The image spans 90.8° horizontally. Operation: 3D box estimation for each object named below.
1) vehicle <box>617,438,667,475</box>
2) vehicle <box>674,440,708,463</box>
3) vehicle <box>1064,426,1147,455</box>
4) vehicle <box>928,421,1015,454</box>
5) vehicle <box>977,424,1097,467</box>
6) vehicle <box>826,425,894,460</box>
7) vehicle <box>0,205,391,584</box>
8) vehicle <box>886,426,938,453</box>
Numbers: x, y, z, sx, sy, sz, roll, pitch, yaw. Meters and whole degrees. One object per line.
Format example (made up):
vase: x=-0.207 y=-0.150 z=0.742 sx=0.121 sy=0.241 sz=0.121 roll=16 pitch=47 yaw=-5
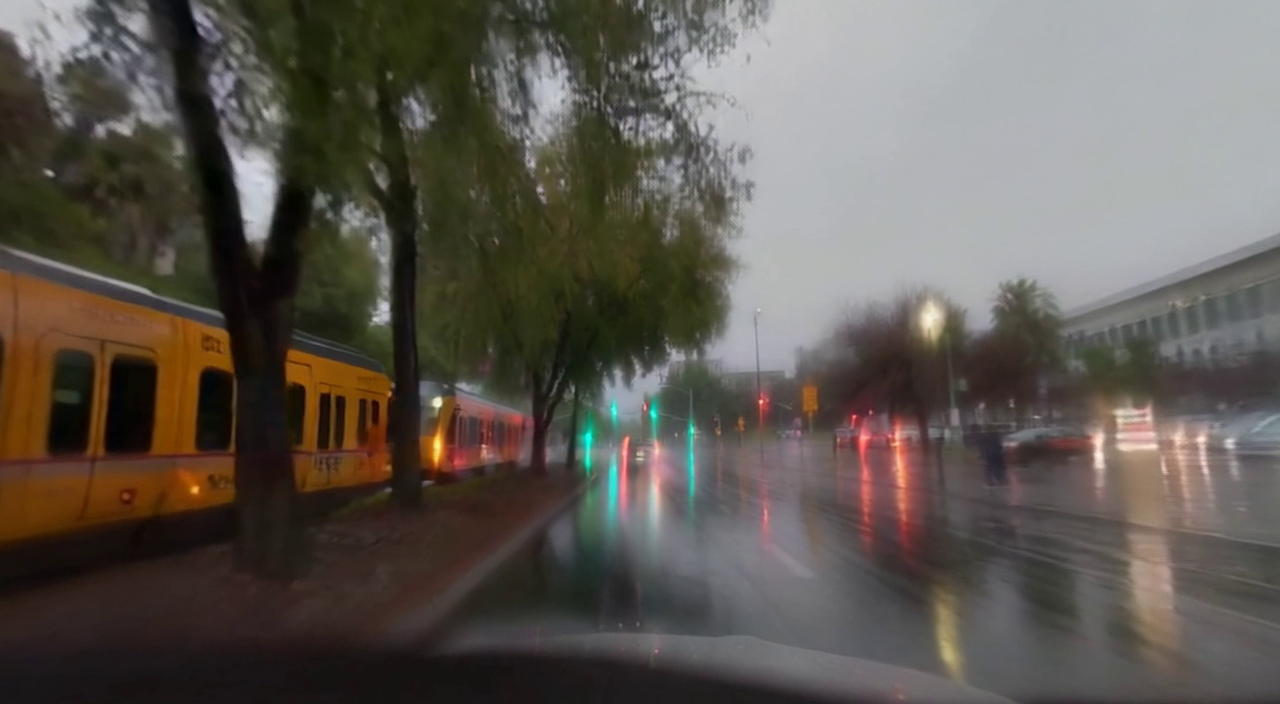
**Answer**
vehicle: x=0.076 y=4.556 z=27.782 sx=2.002 sy=1.471 sz=4.337 roll=0 pitch=-8 yaw=0
vehicle: x=3.378 y=6.727 z=42.717 sx=1.944 sy=1.447 sz=4.392 roll=0 pitch=-8 yaw=0
vehicle: x=26.828 y=5.059 z=36.566 sx=1.809 sy=1.455 sz=3.959 roll=-3 pitch=-6 yaw=2
vehicle: x=19.435 y=5.101 z=37.420 sx=2.159 sy=1.817 sz=5.675 roll=0 pitch=-8 yaw=1
vehicle: x=15.332 y=3.642 z=24.743 sx=1.780 sy=1.498 sz=4.611 roll=0 pitch=-8 yaw=1
vehicle: x=13.226 y=5.507 z=38.387 sx=2.145 sy=1.911 sz=5.581 roll=0 pitch=-8 yaw=0
vehicle: x=-7.750 y=0.759 z=9.087 sx=2.897 sy=3.700 sz=13.528 roll=0 pitch=-7 yaw=0
vehicle: x=19.699 y=6.370 z=46.010 sx=1.914 sy=1.823 sz=4.334 roll=0 pitch=-8 yaw=2
